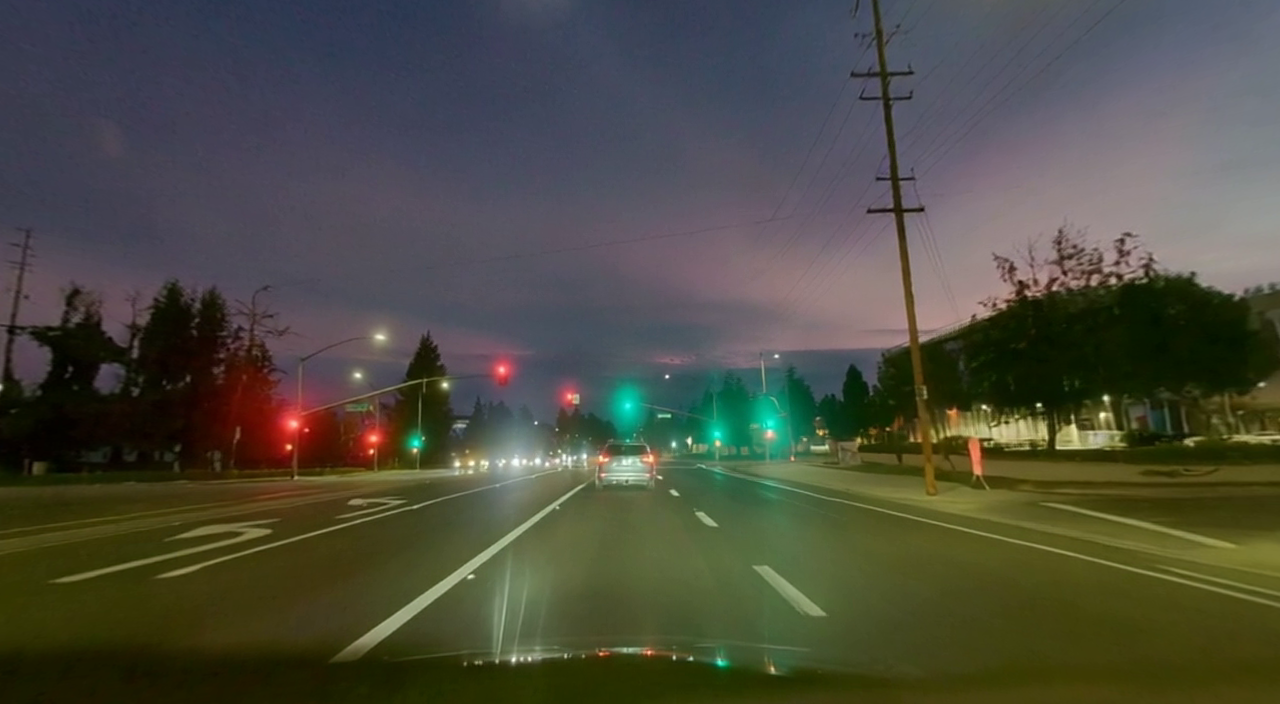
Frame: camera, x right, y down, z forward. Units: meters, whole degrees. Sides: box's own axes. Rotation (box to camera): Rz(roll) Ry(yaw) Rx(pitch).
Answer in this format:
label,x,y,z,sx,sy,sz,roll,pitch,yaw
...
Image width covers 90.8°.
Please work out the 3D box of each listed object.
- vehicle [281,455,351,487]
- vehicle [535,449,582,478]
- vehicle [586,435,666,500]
label,x,y,z,sx,sy,sz,roll,pitch,yaw
vehicle,-19.387,7.097,38.070,1.986,1.704,4.546,0,-8,-3
vehicle,-4.338,6.027,34.455,2.075,1.474,4.367,0,-8,-1
vehicle,-0.437,3.501,19.516,2.188,1.782,3.982,0,-8,-1
